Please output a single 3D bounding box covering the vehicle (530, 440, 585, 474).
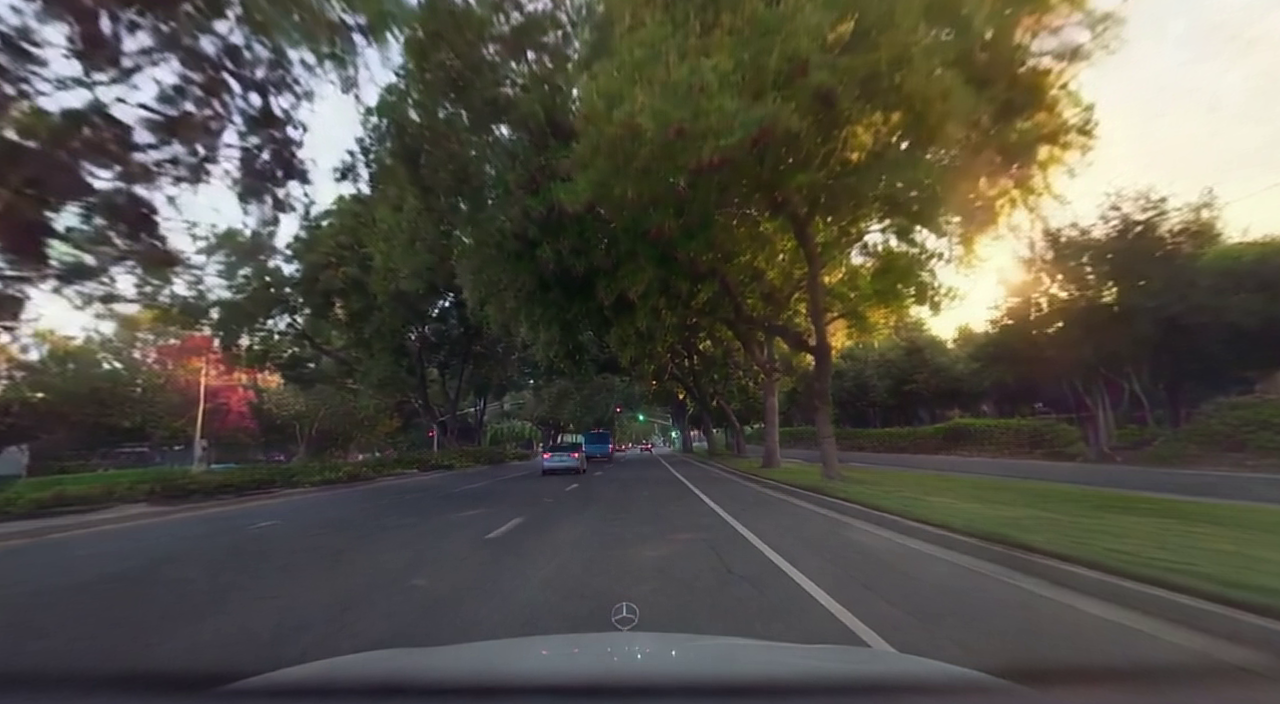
[{"bbox_3d":[-3.842,4.955,30.012,2.009,1.473,4.028,0,-8,1],"label":"vehicle"}]
